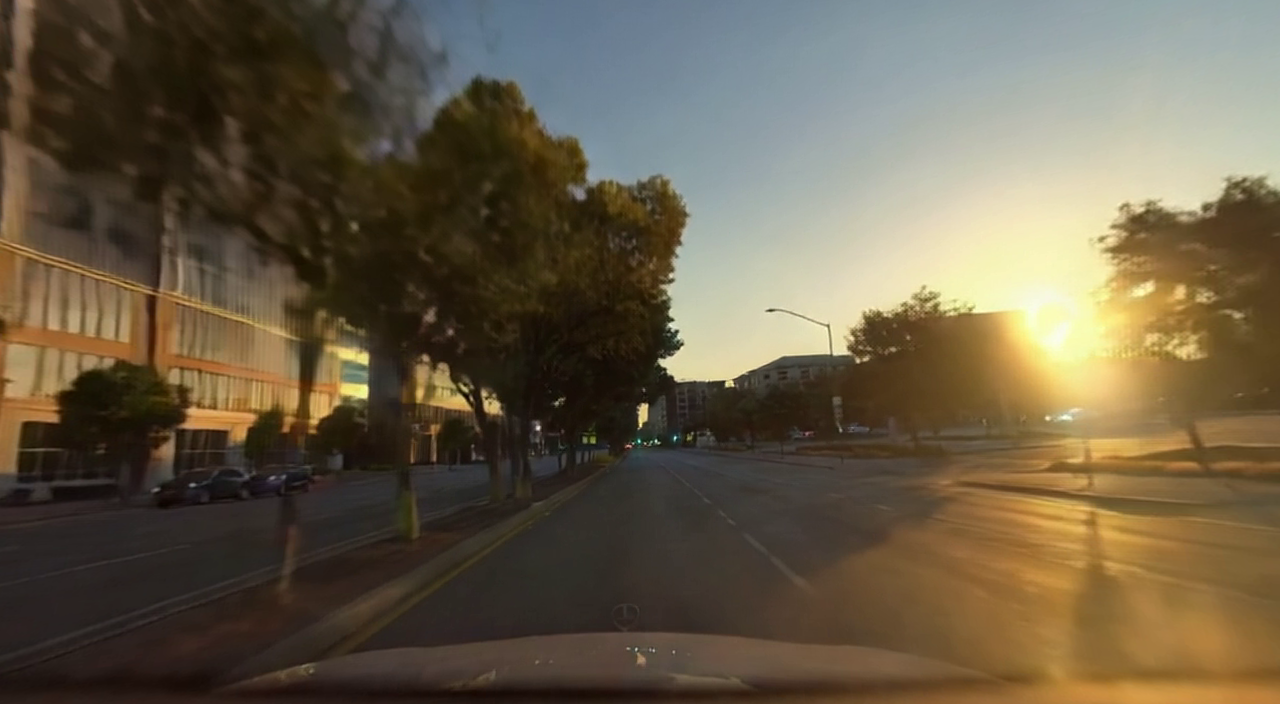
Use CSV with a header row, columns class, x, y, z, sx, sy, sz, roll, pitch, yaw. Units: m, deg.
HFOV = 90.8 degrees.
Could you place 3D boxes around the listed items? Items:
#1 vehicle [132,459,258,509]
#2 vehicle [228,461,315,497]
class,x,y,z,sx,sy,sz,roll,pitch,yaw
vehicle,-19.217,5.672,27.631,2.255,1.848,4.617,0,-8,-3
vehicle,-19.357,6.659,33.450,1.965,1.665,4.577,-2,-9,-1
